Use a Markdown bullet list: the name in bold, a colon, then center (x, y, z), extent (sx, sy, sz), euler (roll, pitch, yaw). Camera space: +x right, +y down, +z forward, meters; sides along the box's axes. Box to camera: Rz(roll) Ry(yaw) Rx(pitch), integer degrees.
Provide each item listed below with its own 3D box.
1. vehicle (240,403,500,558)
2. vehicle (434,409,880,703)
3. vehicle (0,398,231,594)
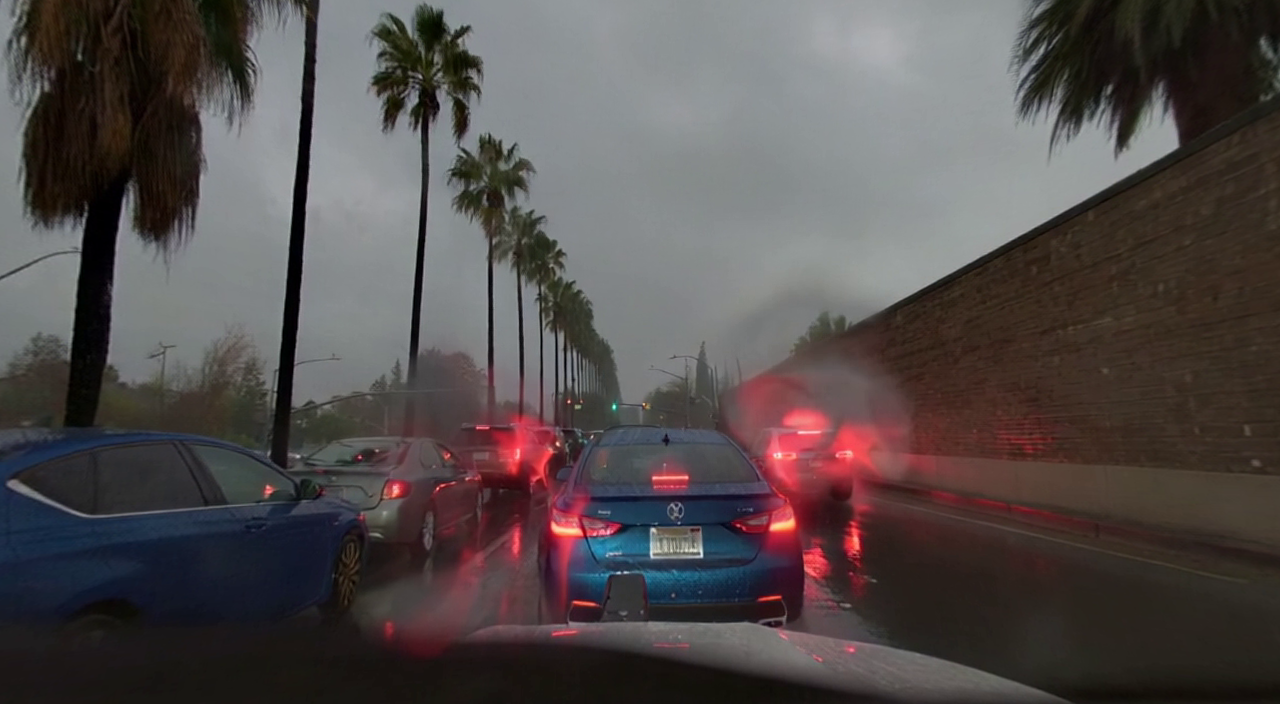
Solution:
- **vehicle**: center (-3.538, 1.774, 9.283), extent (2.055, 1.746, 4.136), euler (0, -8, -1)
- **vehicle**: center (0.039, 1.333, 5.202), extent (2.128, 1.473, 4.272), euler (0, -8, -1)
- **vehicle**: center (-6.669, 1.401, 6.393), extent (1.963, 1.721, 4.662), euler (0, -8, -2)
